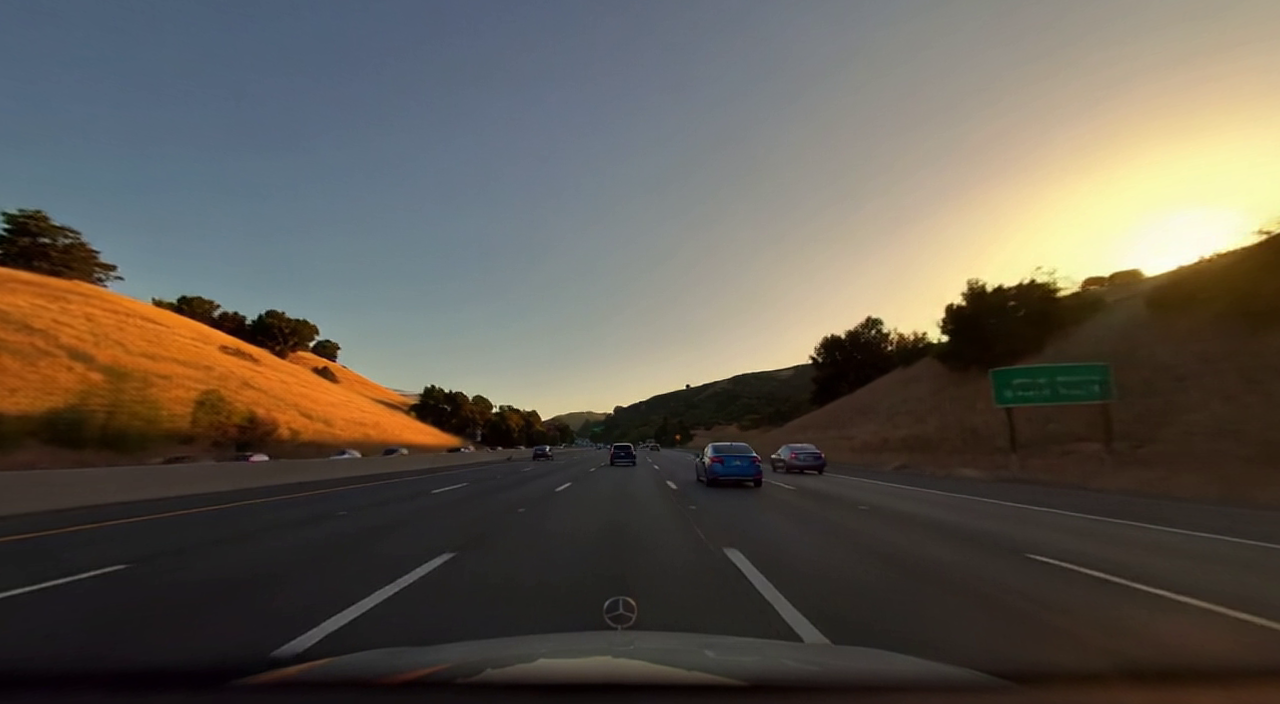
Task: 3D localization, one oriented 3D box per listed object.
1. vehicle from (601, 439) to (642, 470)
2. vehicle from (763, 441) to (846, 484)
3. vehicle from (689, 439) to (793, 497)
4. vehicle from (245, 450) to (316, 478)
[{"bbox_3d":[-1.042,6.011,37.162,2.277,1.675,4.023,0,-8,0],"label":"vehicle"},{"bbox_3d":[6.102,4.136,24.008,1.845,1.452,4.352,0,-8,-2],"label":"vehicle"},{"bbox_3d":[2.813,3.363,18.786,2.120,1.492,4.734,0,-8,-2],"label":"vehicle"},{"bbox_3d":[-26.222,8.164,46.330,2.390,1.856,4.803,1,-8,0],"label":"vehicle"}]
